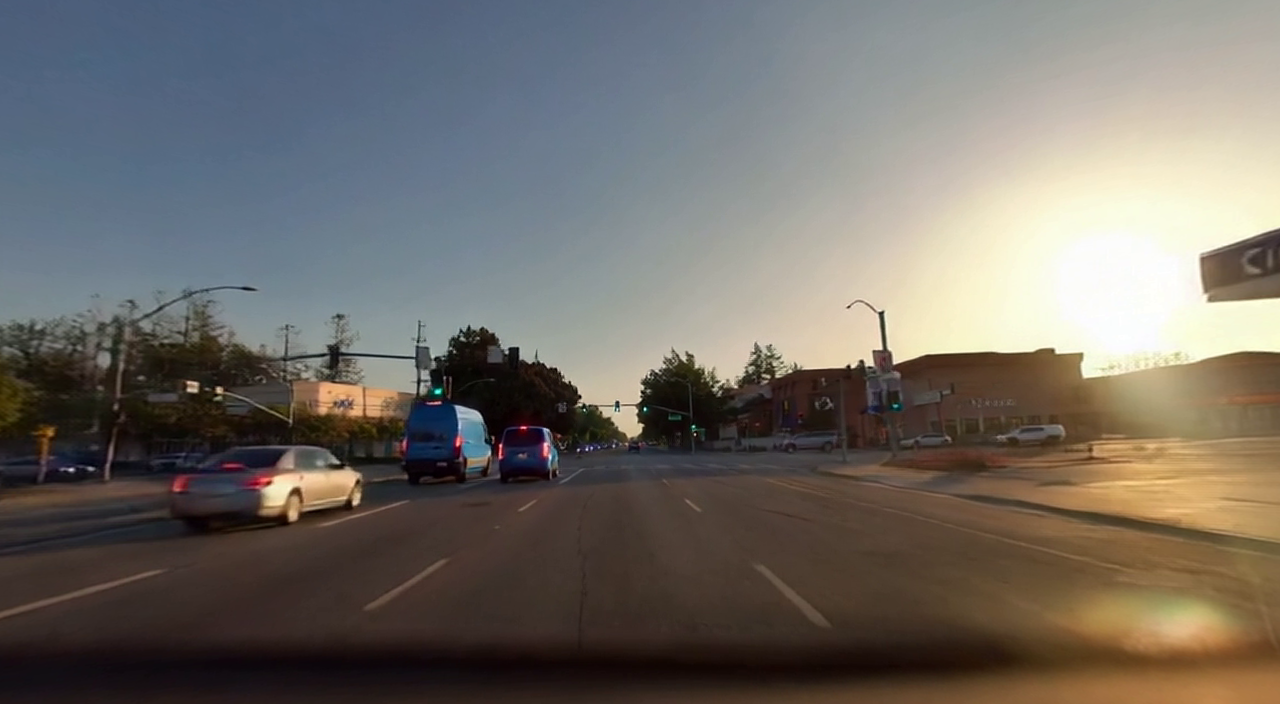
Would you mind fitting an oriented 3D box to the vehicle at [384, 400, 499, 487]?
[{"bbox_3d":[-6.839,3.257,22.637,2.405,2.696,5.561,0,-8,-2],"label":"vehicle"}]

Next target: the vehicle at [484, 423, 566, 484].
[{"bbox_3d":[-4.132,3.775,23.737,2.206,2.007,5.190,0,-8,-1],"label":"vehicle"}]

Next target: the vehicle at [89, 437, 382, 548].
[{"bbox_3d":[-6.480,2.252,11.010,1.993,1.490,4.768,0,-8,-1],"label":"vehicle"}]
